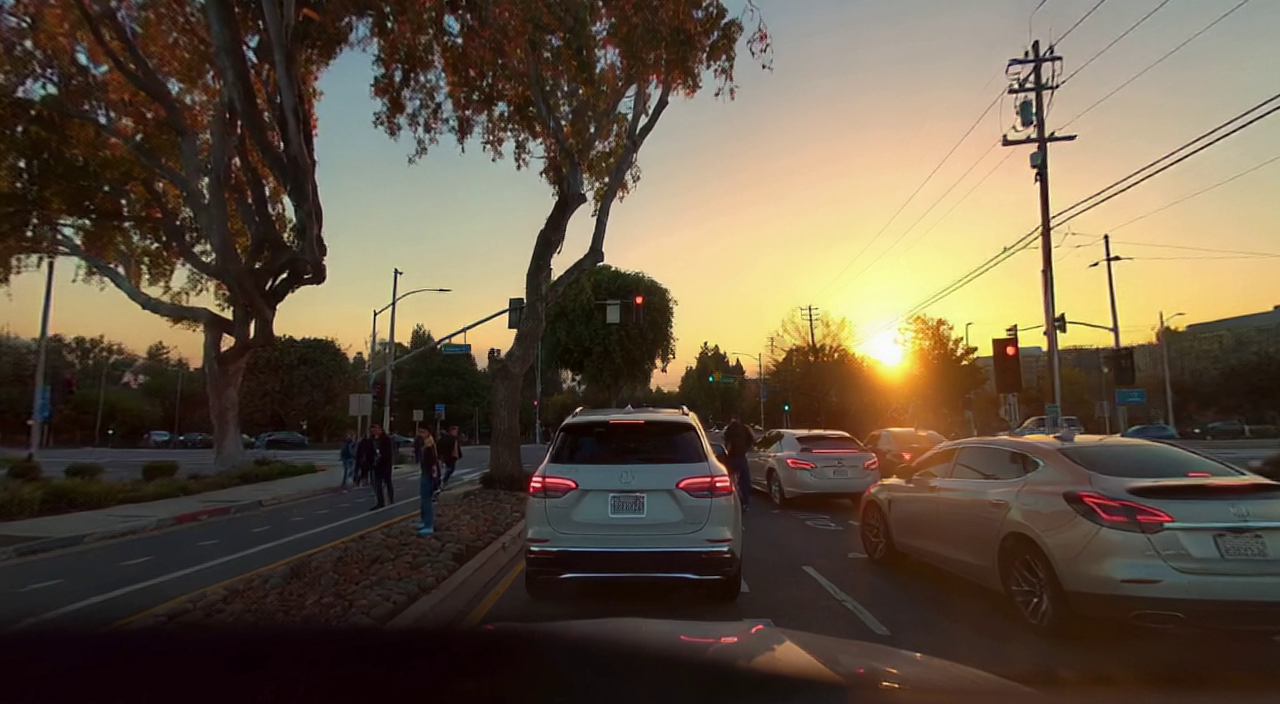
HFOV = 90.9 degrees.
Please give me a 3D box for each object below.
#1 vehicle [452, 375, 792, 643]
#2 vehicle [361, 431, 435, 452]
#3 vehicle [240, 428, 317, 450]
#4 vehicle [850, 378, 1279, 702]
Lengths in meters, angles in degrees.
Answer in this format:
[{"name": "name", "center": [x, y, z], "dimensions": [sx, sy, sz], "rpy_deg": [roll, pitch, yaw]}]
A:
[{"name": "vehicle", "center": [-0.168, 1.368, 6.534], "dimensions": [2.271, 1.786, 4.443], "rpy_deg": [0, -8, -1]}, {"name": "vehicle", "center": [-17.758, 6.557, 46.366], "dimensions": [4.607, 1.478, 1.995], "rpy_deg": [0, -8, 0]}, {"name": "vehicle", "center": [-26.989, 6.527, 47.212], "dimensions": [4.587, 1.639, 1.878], "rpy_deg": [0, -8, 1]}, {"name": "vehicle", "center": [3.555, 1.294, 5.558], "dimensions": [1.948, 1.677, 4.437], "rpy_deg": [0, -8, 1]}]
